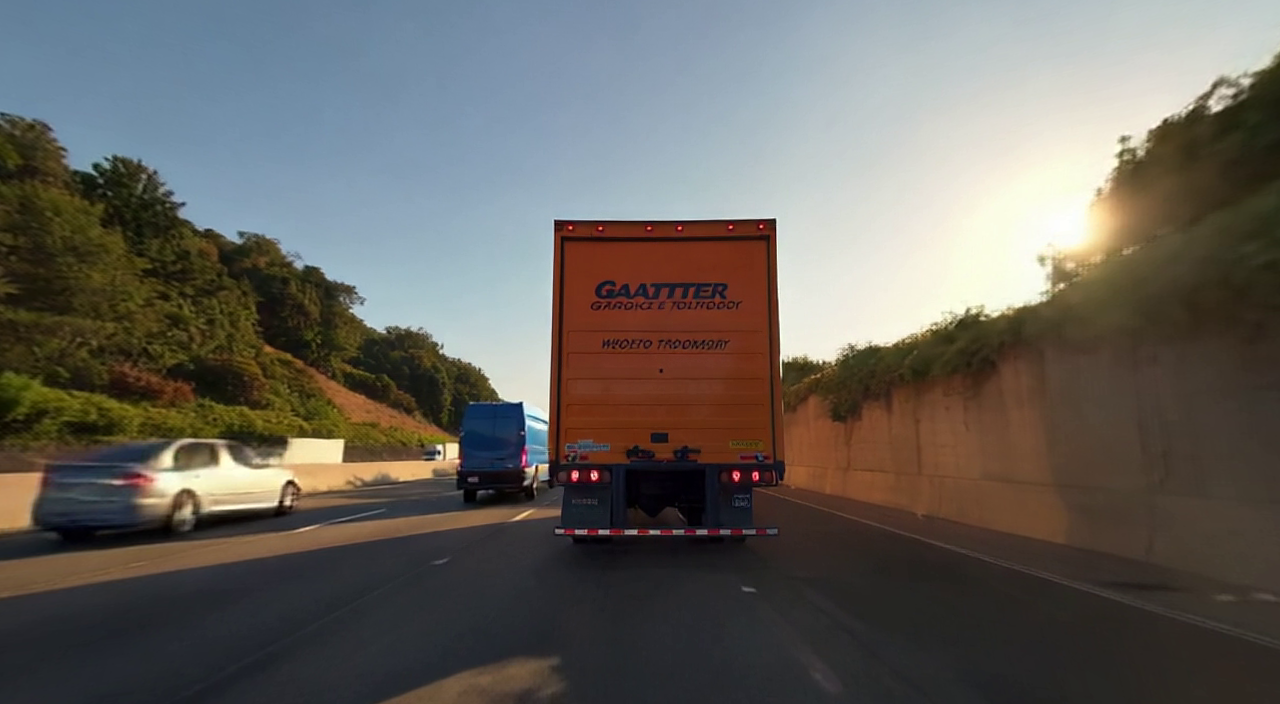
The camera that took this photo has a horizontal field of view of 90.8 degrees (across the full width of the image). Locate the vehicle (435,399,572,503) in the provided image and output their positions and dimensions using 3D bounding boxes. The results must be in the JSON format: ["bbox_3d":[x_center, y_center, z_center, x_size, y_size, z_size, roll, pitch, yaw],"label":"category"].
[{"bbox_3d":[-4.411,3.622,23.177,2.790,2.893,10.715,0,-9,-1],"label":"vehicle"}]

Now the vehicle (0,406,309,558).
[{"bbox_3d":[-8.492,2.195,11.349,2.174,2.059,5.314,0,-9,0],"label":"vehicle"}]

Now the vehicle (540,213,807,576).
[{"bbox_3d":[0.484,1.219,12.281,2.853,4.054,10.557,0,-9,1],"label":"vehicle"}]
